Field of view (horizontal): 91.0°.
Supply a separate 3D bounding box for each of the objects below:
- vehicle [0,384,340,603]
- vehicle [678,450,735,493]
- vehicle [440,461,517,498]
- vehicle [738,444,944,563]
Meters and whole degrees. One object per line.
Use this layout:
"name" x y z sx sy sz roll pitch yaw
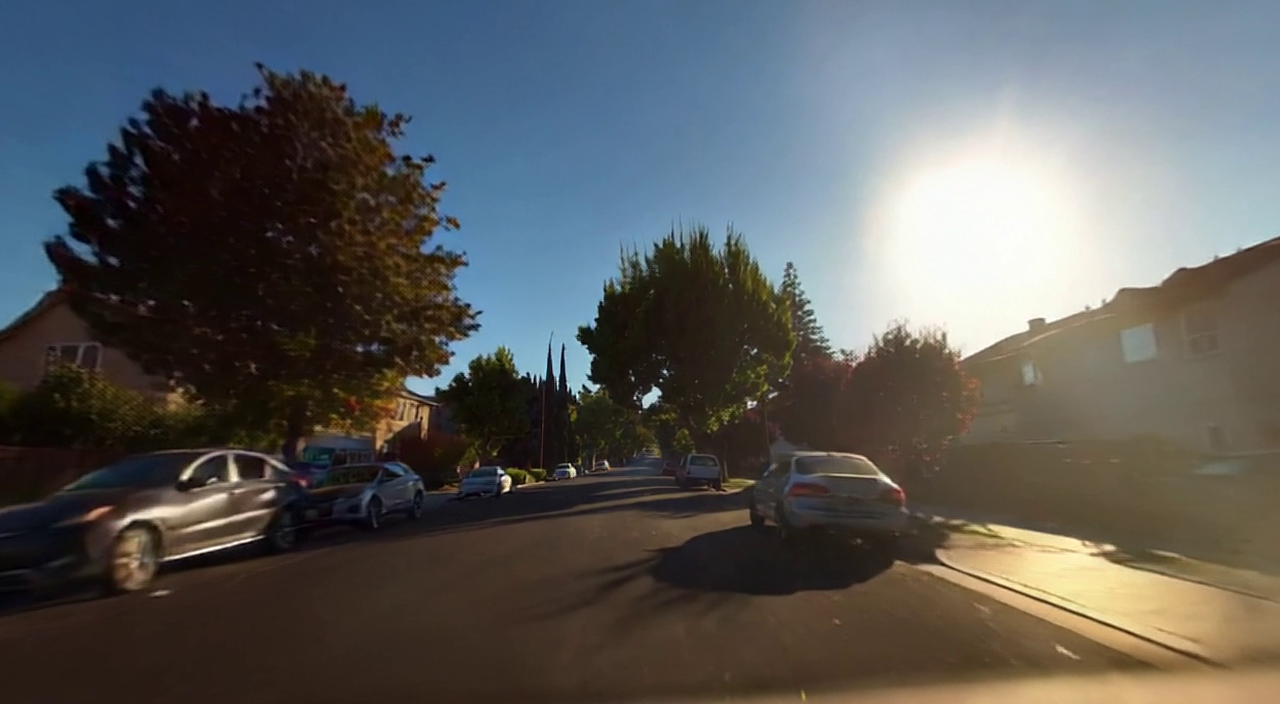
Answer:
"vehicle" -6.962 2.033 9.291 2.408 2.201 5.646 -1 -12 -2
"vehicle" 3.123 5.702 30.549 2.262 1.870 4.948 0 -8 1
"vehicle" -6.997 5.634 27.723 2.071 1.481 4.425 -1 -12 2
"vehicle" 3.110 2.418 10.961 2.050 1.598 4.590 0 -8 0
